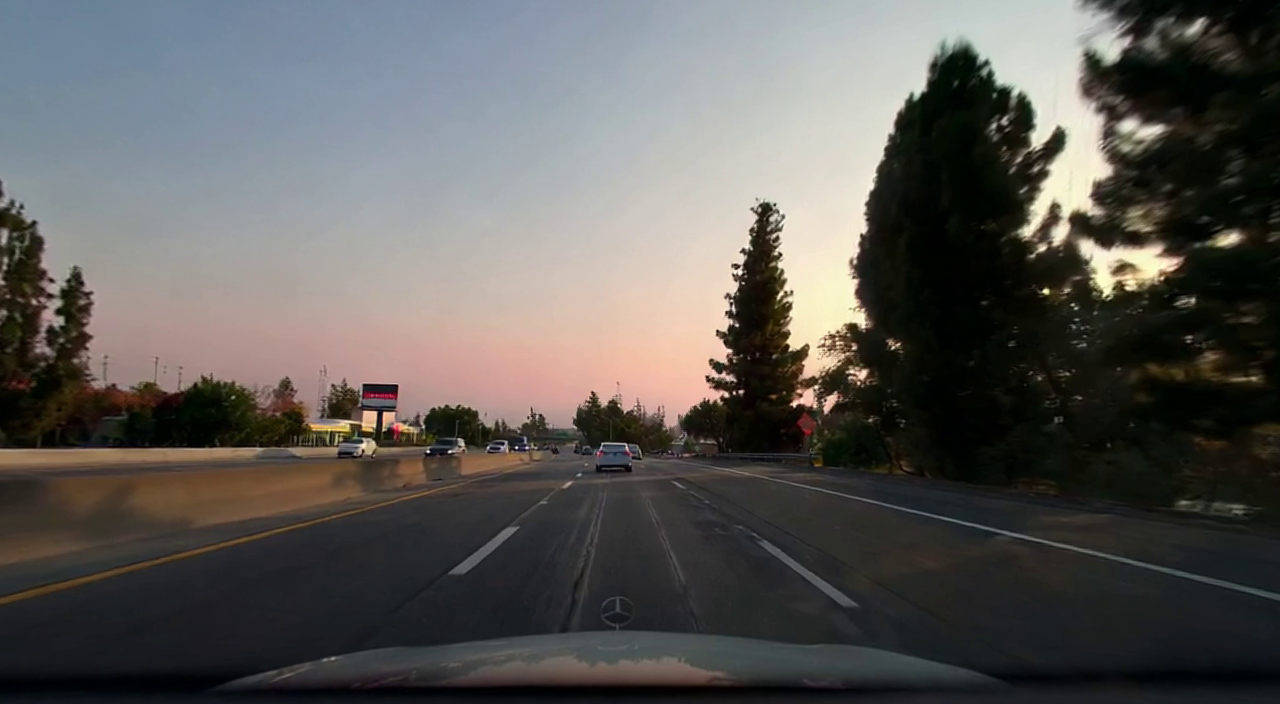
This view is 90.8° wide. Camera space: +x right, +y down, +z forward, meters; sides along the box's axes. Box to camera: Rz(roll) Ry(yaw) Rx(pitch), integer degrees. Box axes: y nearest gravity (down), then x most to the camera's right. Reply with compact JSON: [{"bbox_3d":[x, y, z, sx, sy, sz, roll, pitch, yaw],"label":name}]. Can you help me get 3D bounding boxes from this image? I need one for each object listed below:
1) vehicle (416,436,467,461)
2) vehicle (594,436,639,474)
[{"bbox_3d":[-13.215,6.499,42.394,2.126,1.572,4.415,0,-9,-2],"label":"vehicle"},{"bbox_3d":[-1.277,5.385,33.242,2.155,1.856,4.796,0,-9,-3],"label":"vehicle"}]
